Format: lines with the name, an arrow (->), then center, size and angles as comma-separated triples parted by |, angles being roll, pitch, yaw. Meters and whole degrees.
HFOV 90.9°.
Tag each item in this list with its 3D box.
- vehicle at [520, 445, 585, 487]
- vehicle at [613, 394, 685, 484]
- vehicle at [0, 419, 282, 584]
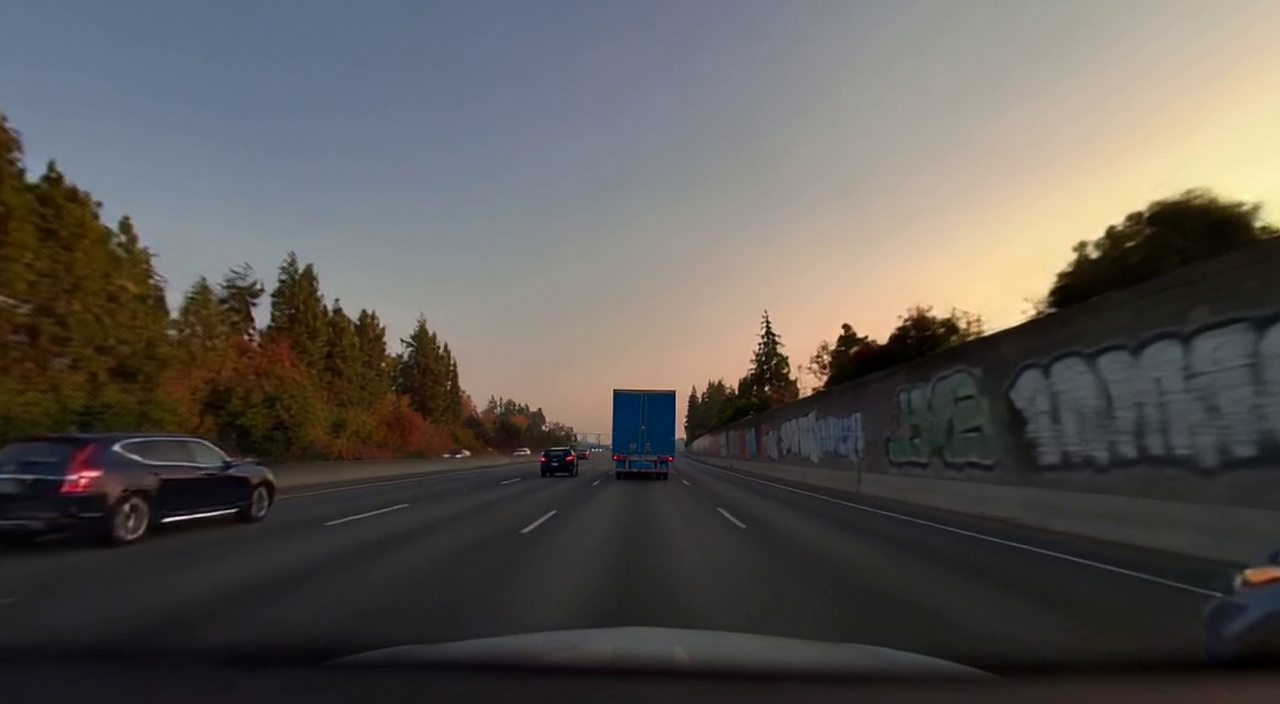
vehicle -> -3.411, 4.558, 25.416 | 2.020, 1.505, 4.171 | 0, -9, 0
vehicle -> 0.295, 4.306, 30.608 | 2.915, 3.661, 9.741 | 0, -9, -1
vehicle -> -6.906, 1.796, 8.278 | 2.005, 1.607, 4.042 | 0, -9, 0
